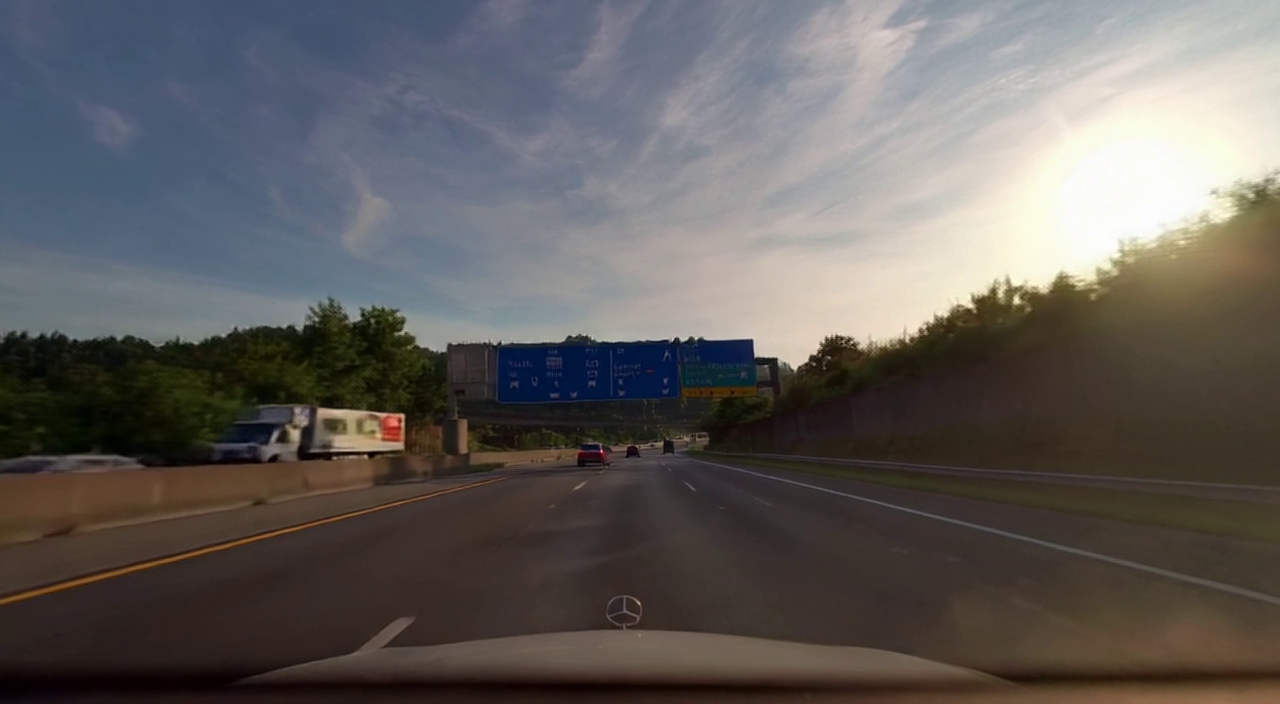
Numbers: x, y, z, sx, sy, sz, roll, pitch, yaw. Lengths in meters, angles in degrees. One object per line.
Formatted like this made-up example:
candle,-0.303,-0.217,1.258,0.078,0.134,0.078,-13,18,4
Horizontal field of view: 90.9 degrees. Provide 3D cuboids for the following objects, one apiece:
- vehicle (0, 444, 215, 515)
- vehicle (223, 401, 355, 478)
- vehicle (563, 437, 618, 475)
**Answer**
vehicle,-12.282,2.885,14.738,1.869,1.414,4.059,0,-9,-1
vehicle,-20.264,5.165,37.008,3.882,4.112,6.304,0,-9,0
vehicle,-2.265,4.942,30.011,2.183,1.662,3.968,0,-9,1
